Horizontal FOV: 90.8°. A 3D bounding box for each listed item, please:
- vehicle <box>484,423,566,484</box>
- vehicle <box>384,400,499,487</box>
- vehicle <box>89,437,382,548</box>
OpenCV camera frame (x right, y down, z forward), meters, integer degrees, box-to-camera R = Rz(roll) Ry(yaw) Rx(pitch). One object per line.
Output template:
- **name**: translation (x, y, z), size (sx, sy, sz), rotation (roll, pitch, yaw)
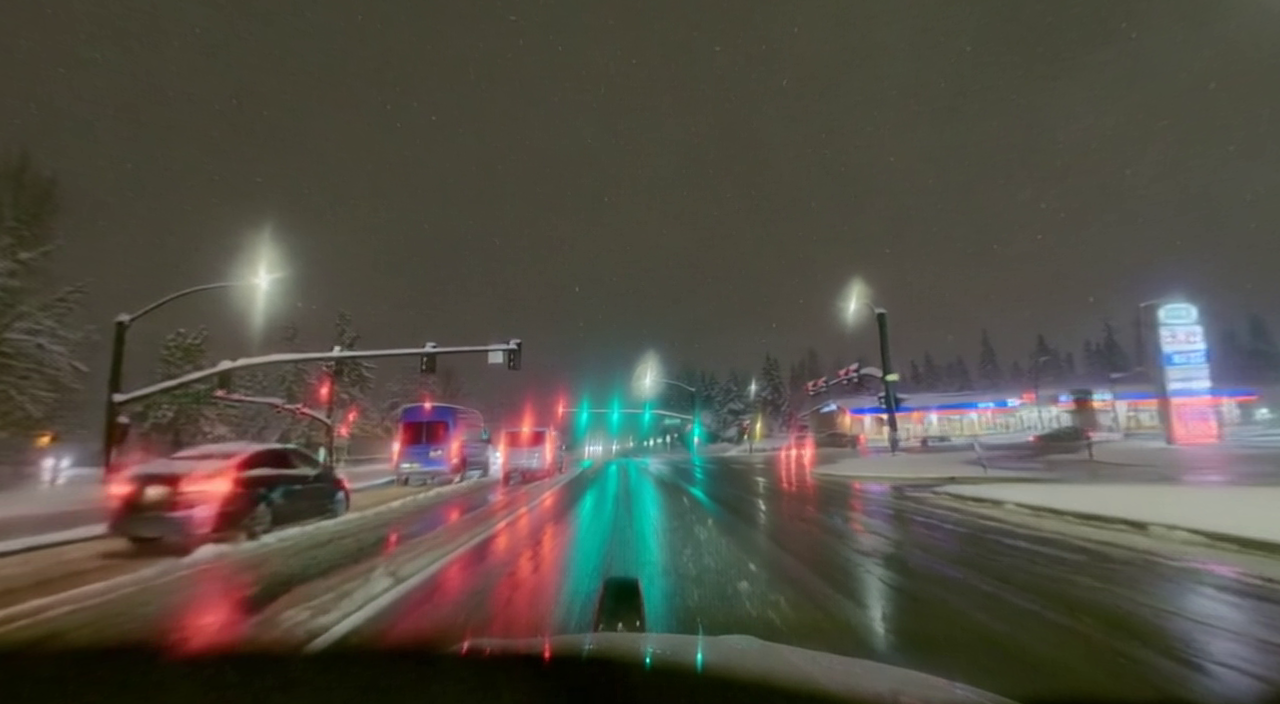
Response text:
- **vehicle**: translation (-4.132, 3.775, 23.737), size (2.206, 2.007, 5.190), rotation (0, -8, -1)
- **vehicle**: translation (-6.839, 3.257, 22.637), size (2.405, 2.696, 5.561), rotation (0, -8, -2)
- **vehicle**: translation (-6.480, 2.252, 11.010), size (1.993, 1.490, 4.768), rotation (0, -8, -1)
